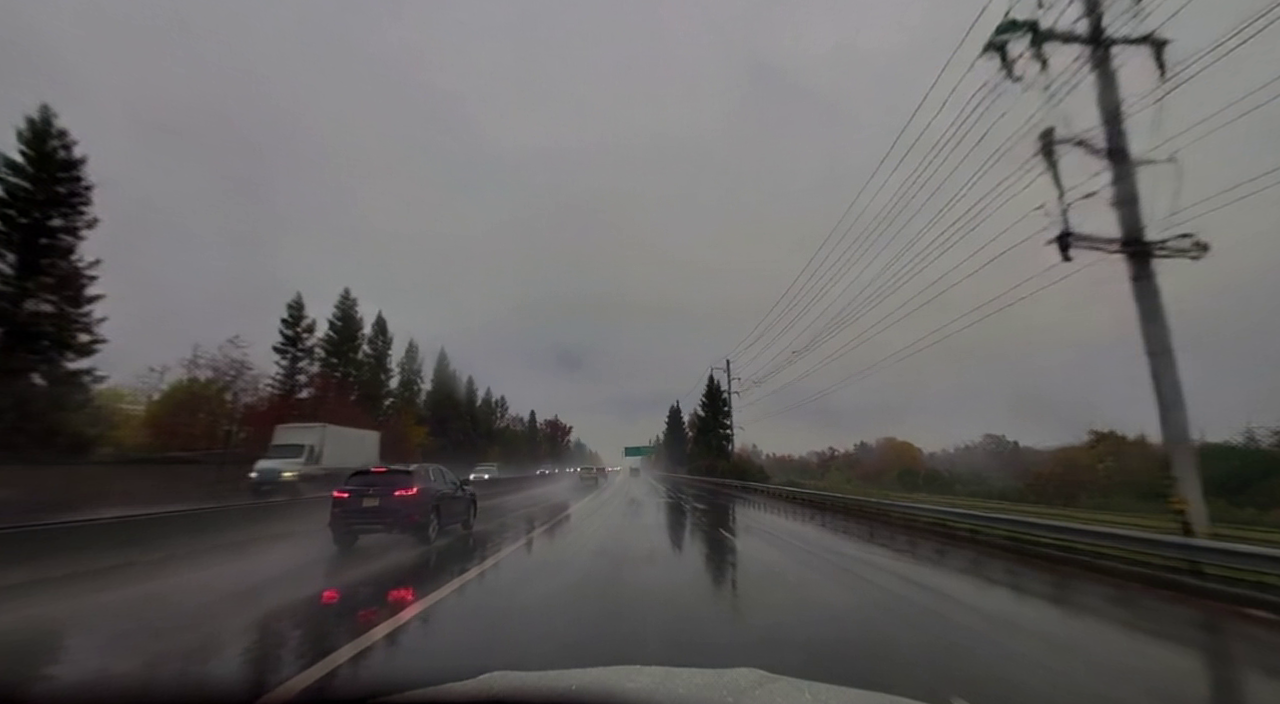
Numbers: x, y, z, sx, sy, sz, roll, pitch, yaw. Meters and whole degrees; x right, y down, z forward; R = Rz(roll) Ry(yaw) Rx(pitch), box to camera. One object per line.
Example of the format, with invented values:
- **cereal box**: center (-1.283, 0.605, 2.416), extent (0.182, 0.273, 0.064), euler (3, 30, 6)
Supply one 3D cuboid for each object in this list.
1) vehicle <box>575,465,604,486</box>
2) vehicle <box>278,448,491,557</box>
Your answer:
- **vehicle**: center (-3.749, 9.271, 47.491), extent (1.884, 1.486, 3.934), euler (1, -10, -1)
- **vehicle**: center (-4.159, 2.548, 11.178), extent (1.963, 1.501, 4.227), euler (1, -10, 0)
